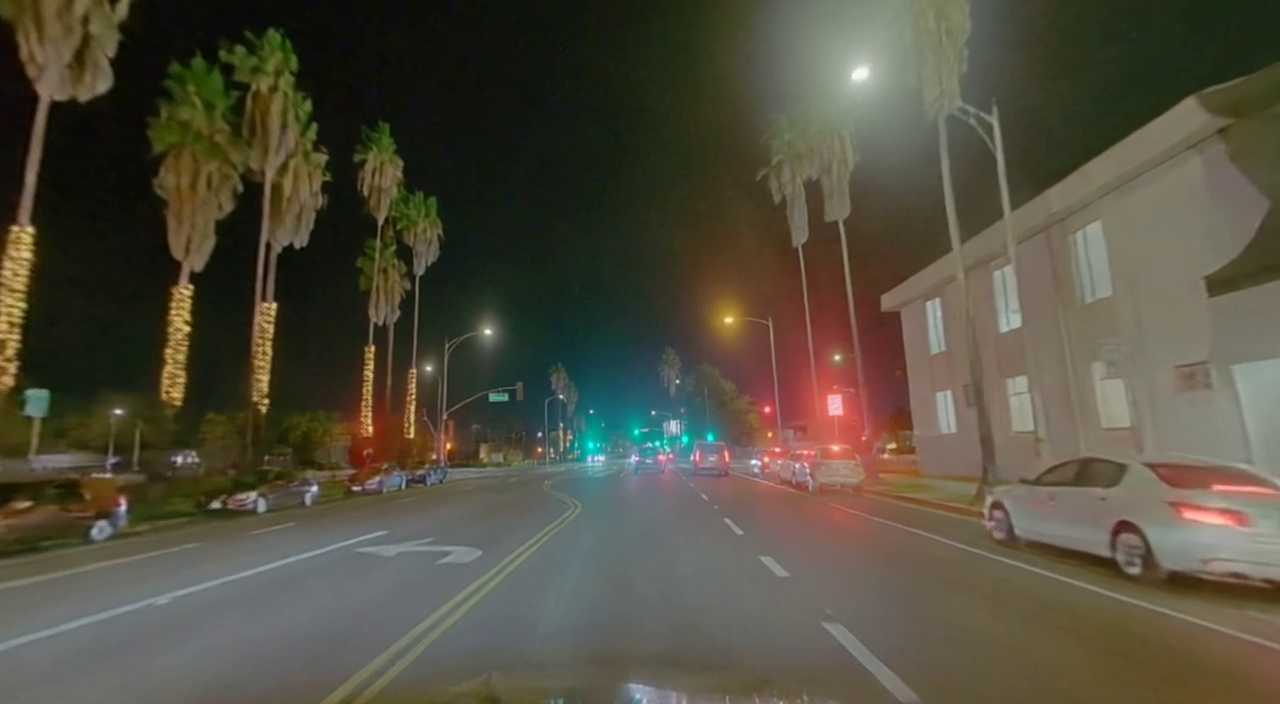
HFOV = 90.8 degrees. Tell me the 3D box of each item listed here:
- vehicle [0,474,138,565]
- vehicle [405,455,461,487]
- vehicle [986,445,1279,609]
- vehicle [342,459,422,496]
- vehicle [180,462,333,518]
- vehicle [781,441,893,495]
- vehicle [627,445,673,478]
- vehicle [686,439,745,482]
[{"bbox_3d":[-12.580,3.237,12.304,1.949,1.470,4.532,0,-8,-1],"label":"vehicle"},{"bbox_3d":[-12.155,7.050,37.361,1.949,1.682,4.094,-3,-11,0],"label":"vehicle"},{"bbox_3d":[6.648,1.918,8.019,1.932,1.464,4.475,0,-8,0],"label":"vehicle"},{"bbox_3d":[-12.068,5.921,29.902,1.978,1.501,4.355,-3,-11,-1],"label":"vehicle"},{"bbox_3d":[-12.246,4.467,20.634,2.188,1.490,4.511,-3,-11,0],"label":"vehicle"},{"bbox_3d":[6.561,3.894,21.722,2.174,1.643,4.860,0,-8,-1],"label":"vehicle"},{"bbox_3d":[0.457,5.266,30.635,2.088,1.452,3.993,0,-8,0],"label":"vehicle"},{"bbox_3d":[3.178,4.661,27.499,2.003,1.702,4.288,0,-8,-1],"label":"vehicle"}]
